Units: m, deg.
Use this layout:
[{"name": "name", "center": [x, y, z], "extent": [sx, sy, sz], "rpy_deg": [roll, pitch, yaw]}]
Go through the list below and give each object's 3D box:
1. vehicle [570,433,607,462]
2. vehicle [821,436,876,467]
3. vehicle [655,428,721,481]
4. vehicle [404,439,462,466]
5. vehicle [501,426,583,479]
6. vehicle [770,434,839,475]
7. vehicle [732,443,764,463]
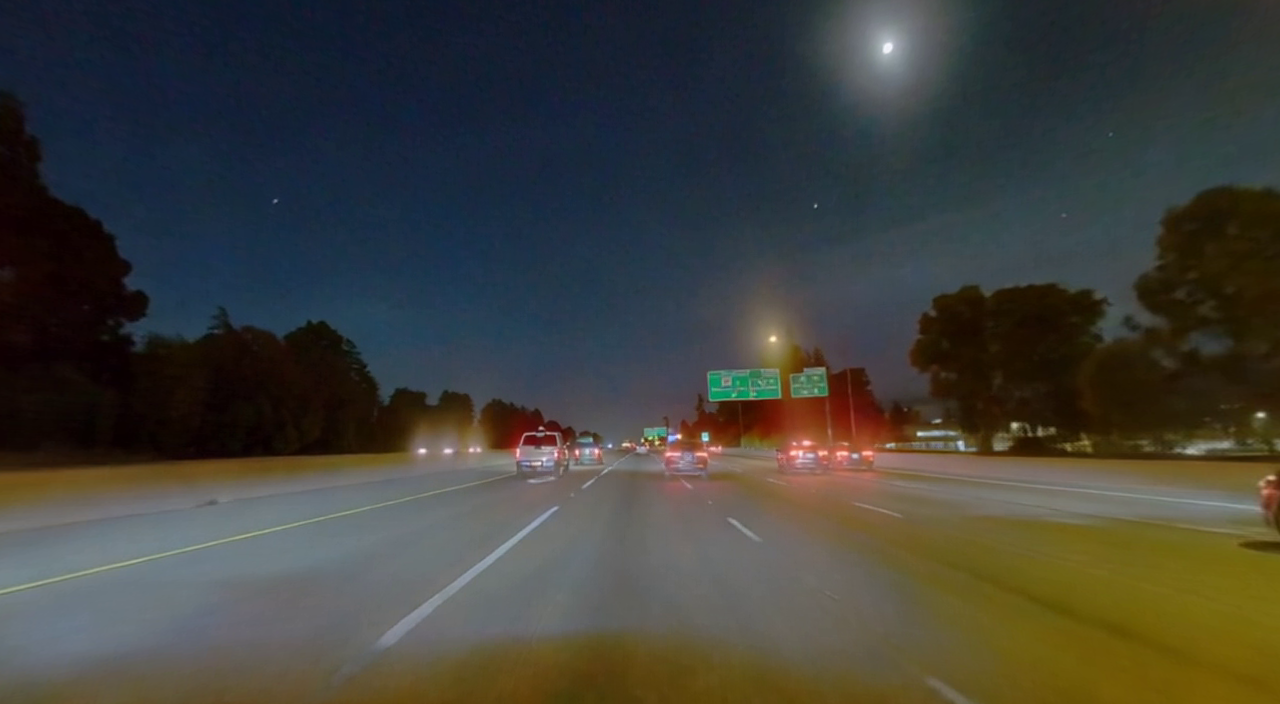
[{"name": "vehicle", "center": [-3.902, 7.412, 48.948], "extent": [2.317, 2.049, 5.746], "rpy_deg": [0, -8, 1]}, {"name": "vehicle", "center": [12.800, 6.147, 38.932], "extent": [2.010, 1.765, 4.375], "rpy_deg": [0, -8, 1]}, {"name": "vehicle", "center": [1.668, 3.694, 22.895], "extent": [2.181, 1.728, 3.970], "rpy_deg": [0, -8, 2]}, {"name": "vehicle", "center": [-13.270, 6.453, 40.631], "extent": [1.960, 1.588, 4.540], "rpy_deg": [0, -9, 3]}, {"name": "vehicle", "center": [-3.572, 3.806, 23.981], "extent": [2.199, 1.777, 4.790], "rpy_deg": [0, -8, 2]}, {"name": "vehicle", "center": [7.253, 4.557, 28.137], "extent": [2.022, 1.682, 4.226], "rpy_deg": [0, -8, 1]}, {"name": "vehicle", "center": [8.287, 7.767, 48.600], "extent": [1.815, 1.479, 3.892], "rpy_deg": [0, -8, 1]}]
